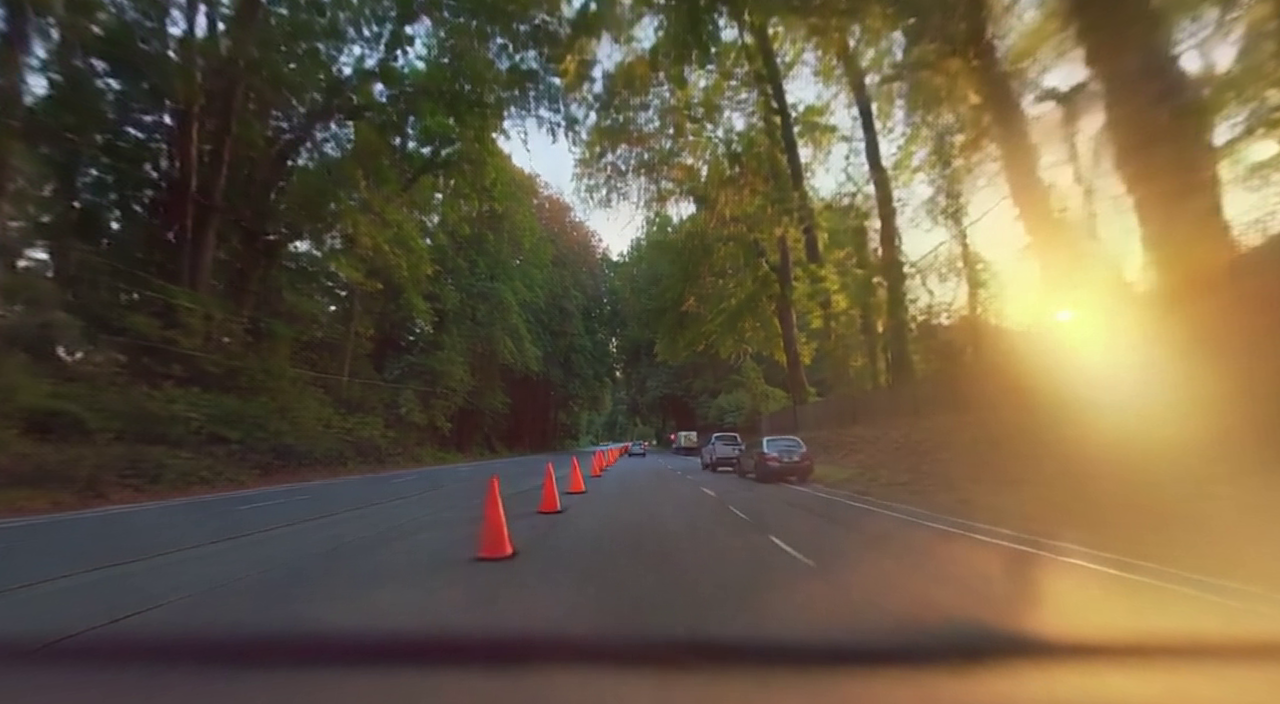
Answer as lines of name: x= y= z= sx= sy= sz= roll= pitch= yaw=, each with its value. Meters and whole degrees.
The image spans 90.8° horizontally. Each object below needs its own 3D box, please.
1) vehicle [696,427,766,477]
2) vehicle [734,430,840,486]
vehicle: x=4.685 y=5.439 z=33.704 sx=2.694 sy=2.177 sz=6.177 roll=1 pitch=-13 yaw=-1
vehicle: x=5.722 y=4.241 z=25.697 sx=2.294 sy=1.949 sz=6.246 roll=0 pitch=-8 yaw=-5
